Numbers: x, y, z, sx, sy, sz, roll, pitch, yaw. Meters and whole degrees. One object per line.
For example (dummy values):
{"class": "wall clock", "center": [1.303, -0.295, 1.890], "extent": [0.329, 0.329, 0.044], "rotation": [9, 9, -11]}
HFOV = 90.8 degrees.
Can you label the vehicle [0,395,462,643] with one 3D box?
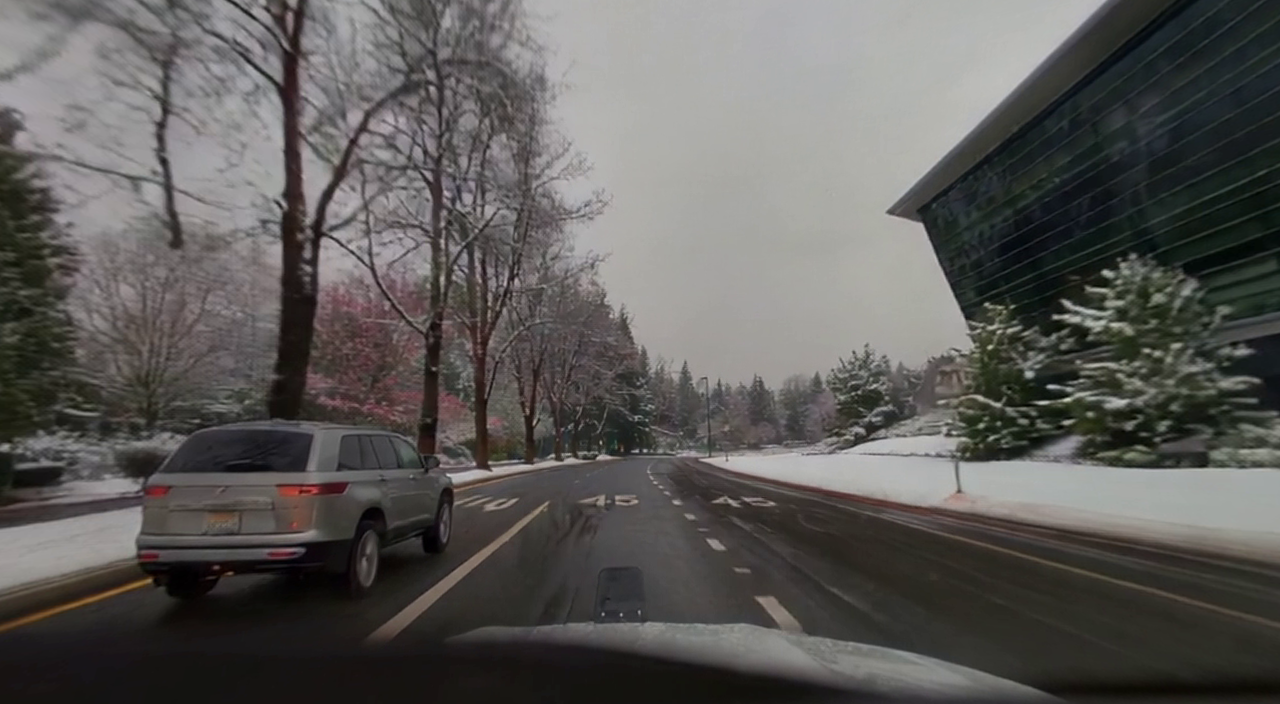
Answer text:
{"class": "vehicle", "center": [-3.584, 1.508, 6.738], "extent": [2.067, 1.700, 4.561], "rotation": [0, -9, -1]}
